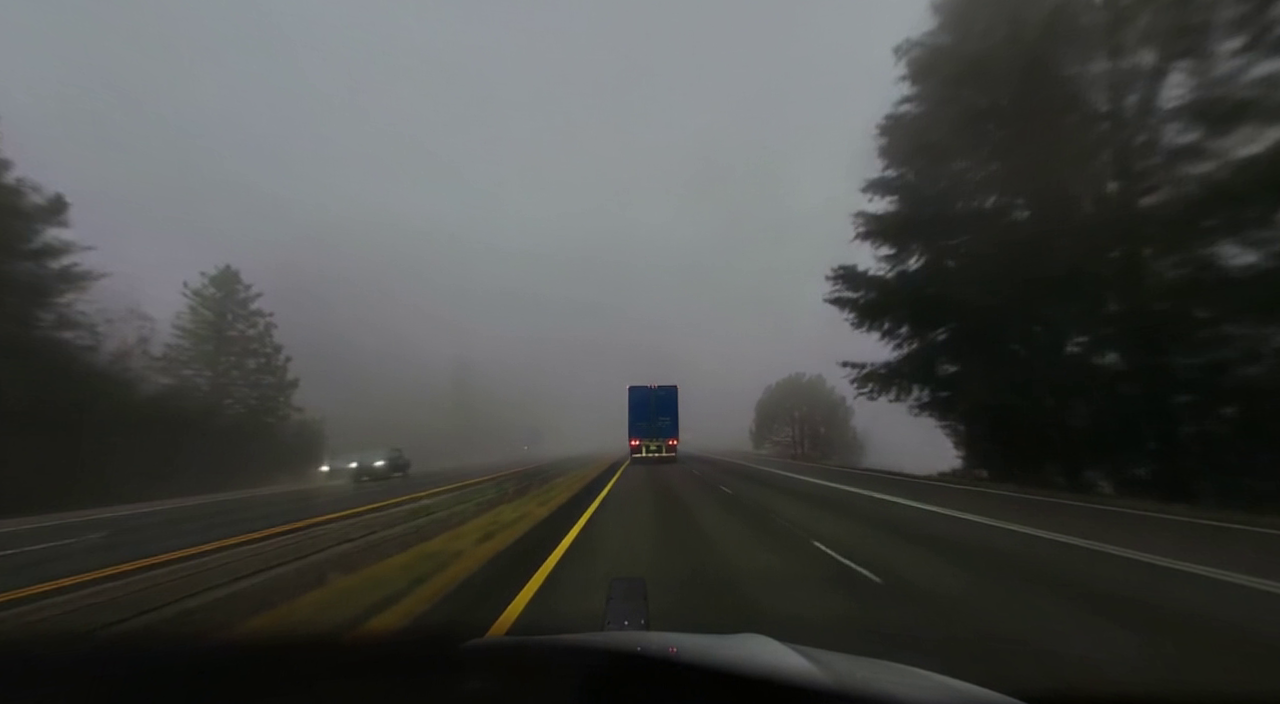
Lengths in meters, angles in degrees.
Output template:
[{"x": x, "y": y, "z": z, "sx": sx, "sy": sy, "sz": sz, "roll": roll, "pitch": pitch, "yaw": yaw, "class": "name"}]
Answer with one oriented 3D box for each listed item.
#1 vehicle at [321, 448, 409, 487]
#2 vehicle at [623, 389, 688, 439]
[{"x": -11.810, "y": 4.945, "z": 27.337, "sx": 1.761, "sy": 1.520, "sz": 4.276, "roll": 0, "pitch": -8, "yaw": 2, "class": "vehicle"}, {"x": 0.582, "y": 2.715, "z": 26.737, "sx": 2.509, "sy": 1.890, "sz": 4.732, "roll": 0, "pitch": -8, "yaw": 0, "class": "vehicle"}]
